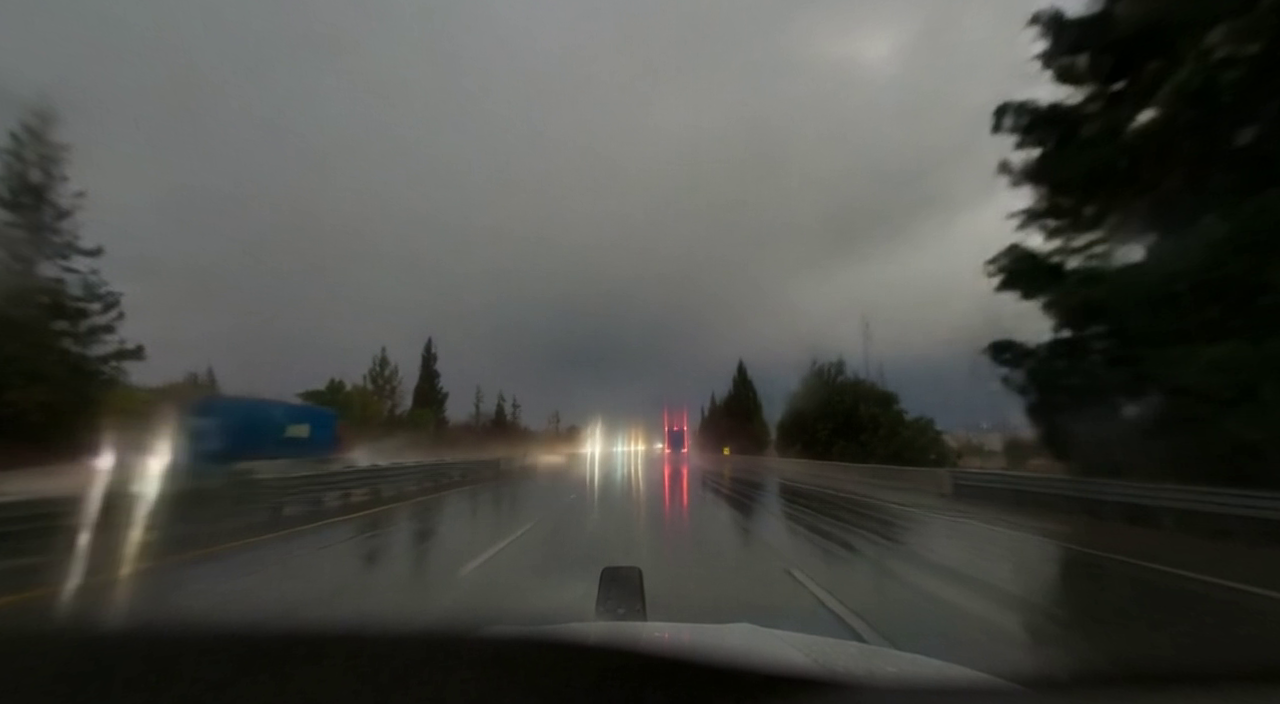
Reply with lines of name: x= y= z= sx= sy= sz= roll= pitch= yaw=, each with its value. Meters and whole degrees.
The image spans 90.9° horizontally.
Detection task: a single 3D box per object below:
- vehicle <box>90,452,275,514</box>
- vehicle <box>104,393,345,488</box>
vehicle: x=-12.230 y=3.487 z=17.293 sx=1.849 sy=1.447 sz=4.304 roll=0 pitch=-9 yaw=0
vehicle: x=-19.633 y=4.517 z=31.735 sx=2.995 sy=3.744 sz=13.270 roll=0 pitch=-9 yaw=1
